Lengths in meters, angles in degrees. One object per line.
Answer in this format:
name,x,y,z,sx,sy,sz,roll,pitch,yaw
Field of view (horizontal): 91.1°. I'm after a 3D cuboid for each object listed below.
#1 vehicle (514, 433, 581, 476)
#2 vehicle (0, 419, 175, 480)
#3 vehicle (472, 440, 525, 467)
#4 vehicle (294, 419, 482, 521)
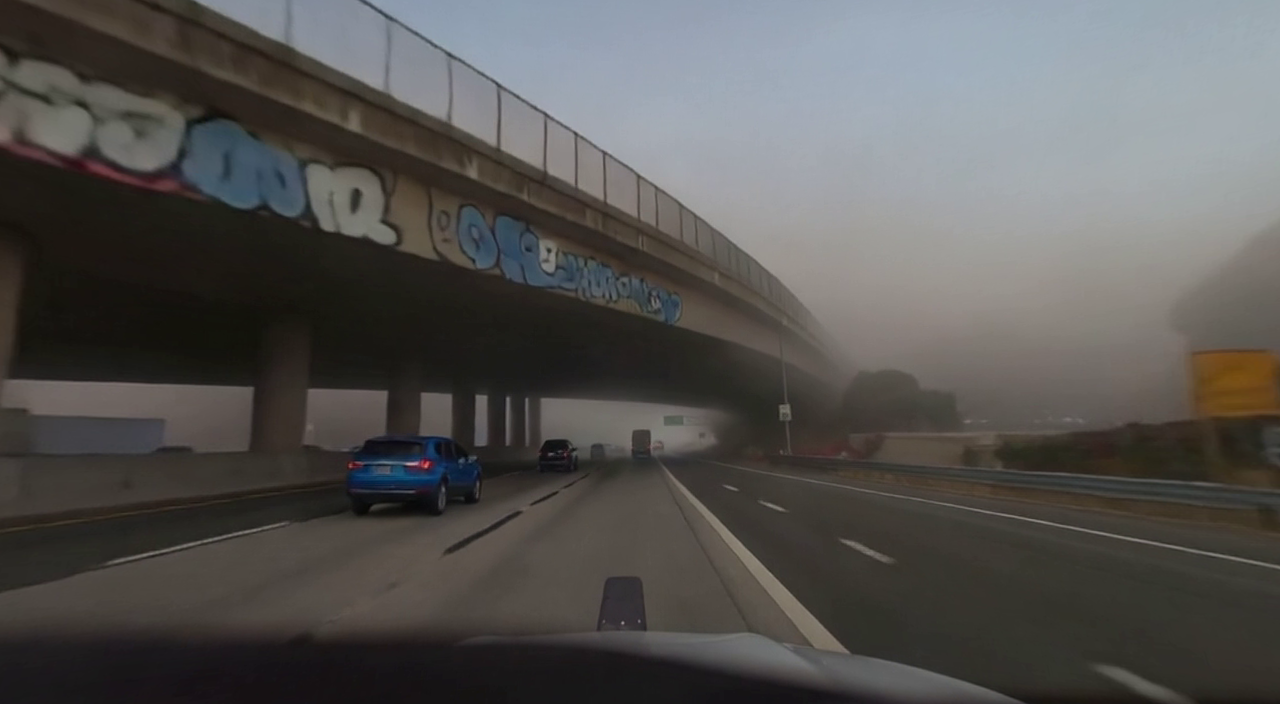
vehicle,-3.910,4.409,27.315,2.154,1.693,4.394,0,-8,1
vehicle,-35.676,5.715,37.643,3.600,3.227,15.479,0,-7,1
vehicle,-8.000,5.794,35.985,1.917,1.449,4.727,0,-8,1
vehicle,-4.601,2.211,12.244,1.969,1.633,3.962,0,-8,0
